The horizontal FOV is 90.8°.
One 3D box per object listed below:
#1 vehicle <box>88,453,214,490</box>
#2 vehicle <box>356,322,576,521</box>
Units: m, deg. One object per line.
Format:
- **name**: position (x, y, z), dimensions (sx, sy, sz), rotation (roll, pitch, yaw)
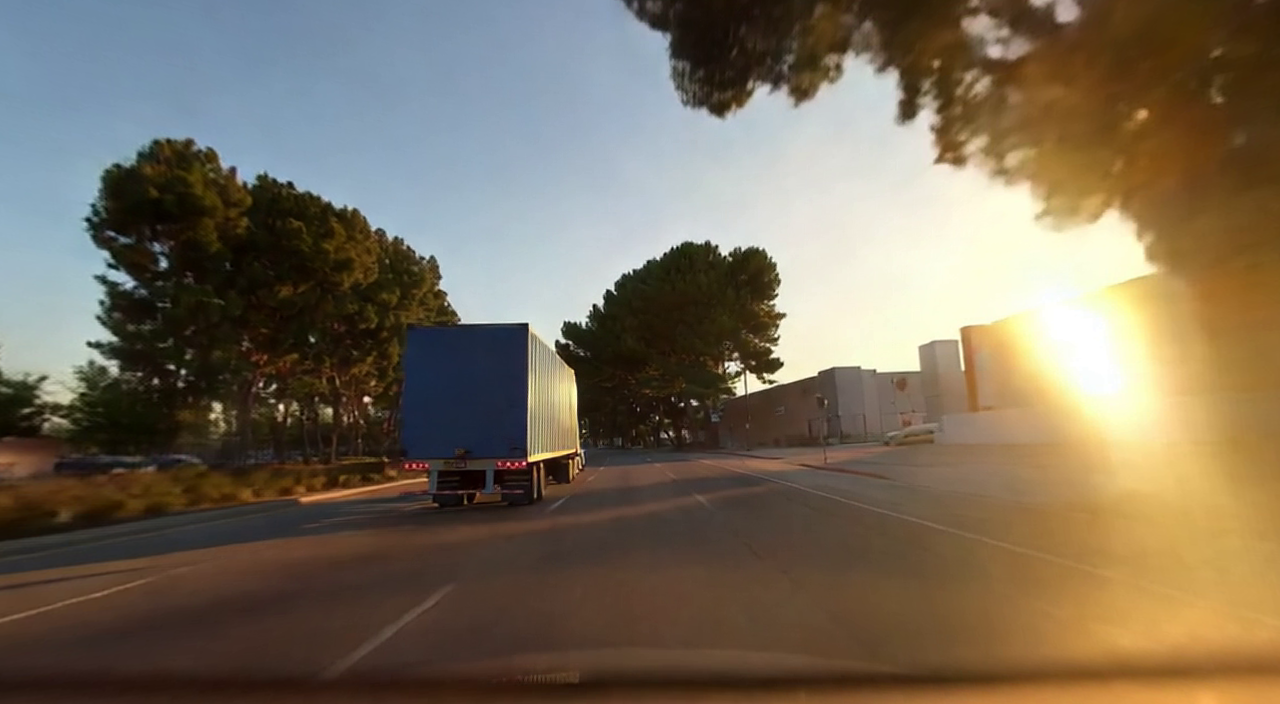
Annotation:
- **vehicle**: position (-22.217, 5.408, 29.011), dimensions (2.022, 1.493, 4.767), rotation (0, -8, 0)
- **vehicle**: position (-3.418, 1.778, 15.167), dimensions (2.910, 3.419, 8.376), rotation (0, -8, 0)
